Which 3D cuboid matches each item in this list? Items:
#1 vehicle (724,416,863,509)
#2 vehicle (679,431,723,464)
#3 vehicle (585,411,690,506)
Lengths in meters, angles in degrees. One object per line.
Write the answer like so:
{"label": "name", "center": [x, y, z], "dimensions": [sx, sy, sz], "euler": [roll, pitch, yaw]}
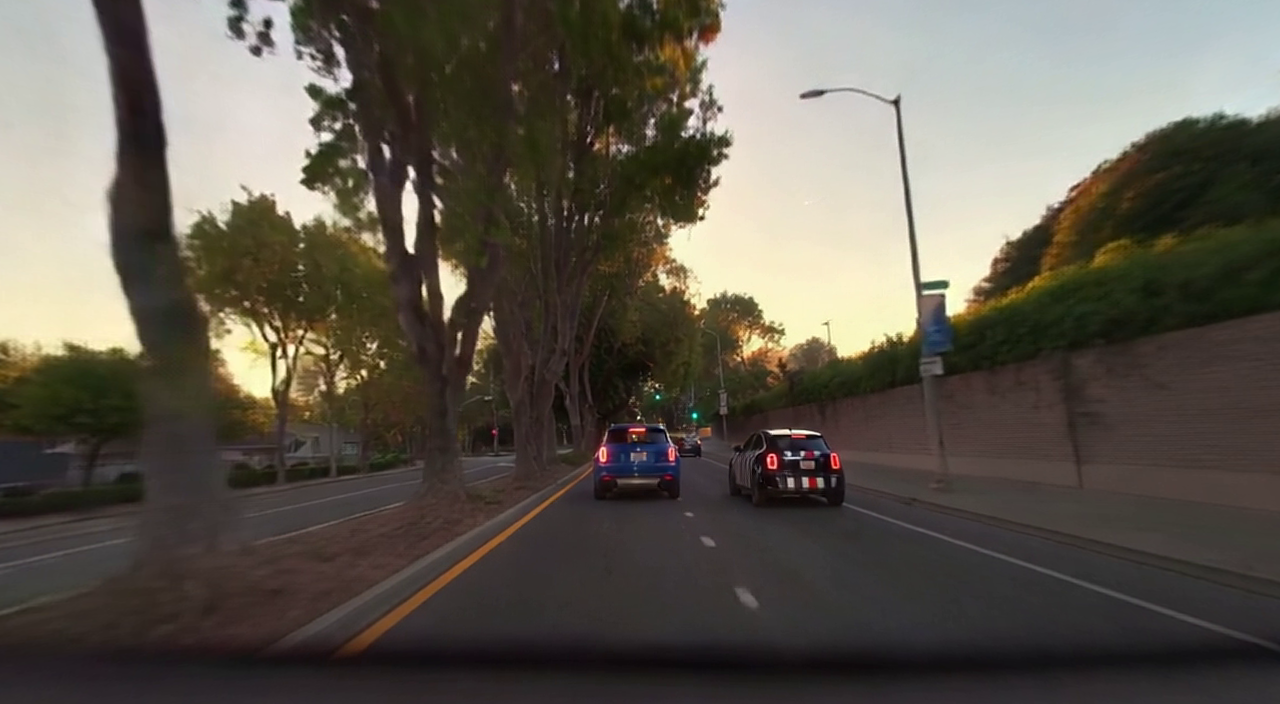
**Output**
{"label": "vehicle", "center": [3.120, 2.347, 13.750], "dimensions": [1.840, 1.709, 4.202], "euler": [0, -8, -2]}
{"label": "vehicle", "center": [3.136, 5.016, 33.049], "dimensions": [1.863, 1.610, 3.726], "euler": [0, -8, -1]}
{"label": "vehicle", "center": [-0.091, 2.248, 13.532], "dimensions": [1.984, 1.777, 3.148], "euler": [0, -8, -2]}
